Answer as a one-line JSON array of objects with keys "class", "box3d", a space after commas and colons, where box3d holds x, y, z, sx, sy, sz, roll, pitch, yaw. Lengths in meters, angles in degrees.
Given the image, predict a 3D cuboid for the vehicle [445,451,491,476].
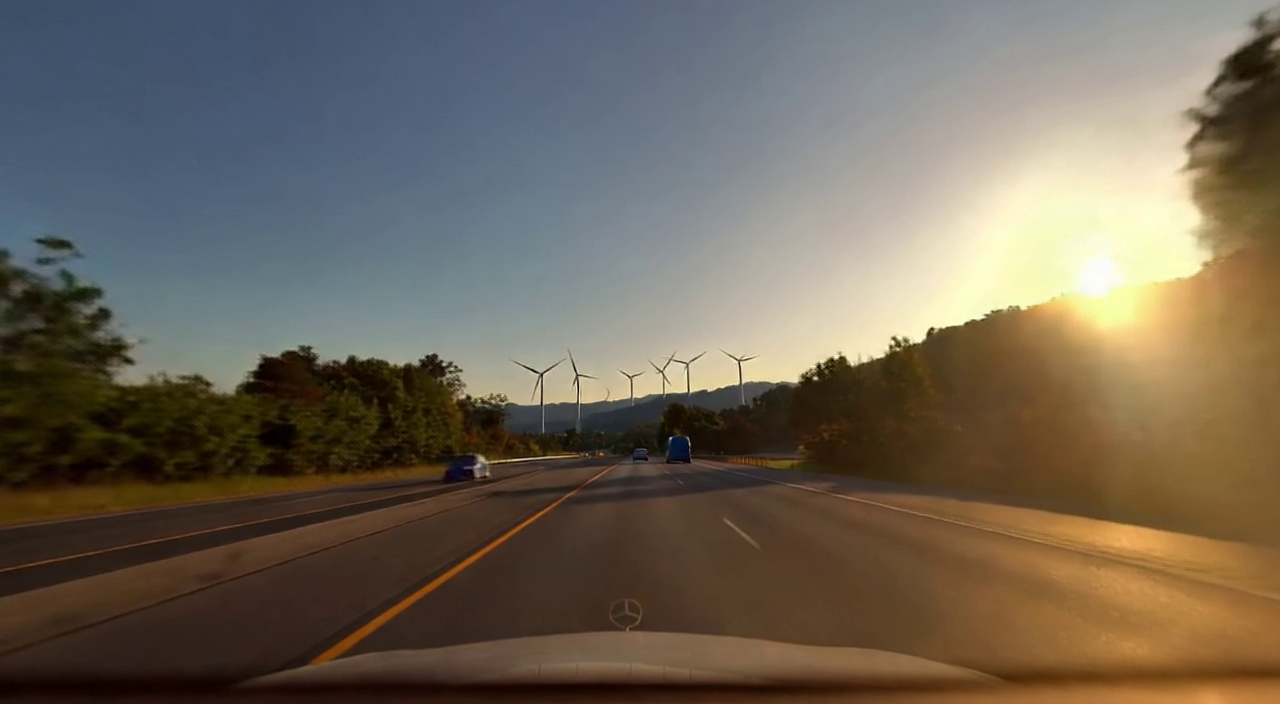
[{"class": "vehicle", "box3d": [-12.407, 8.044, 45.648, 1.999, 1.666, 4.506, 0, -9, 0]}]
